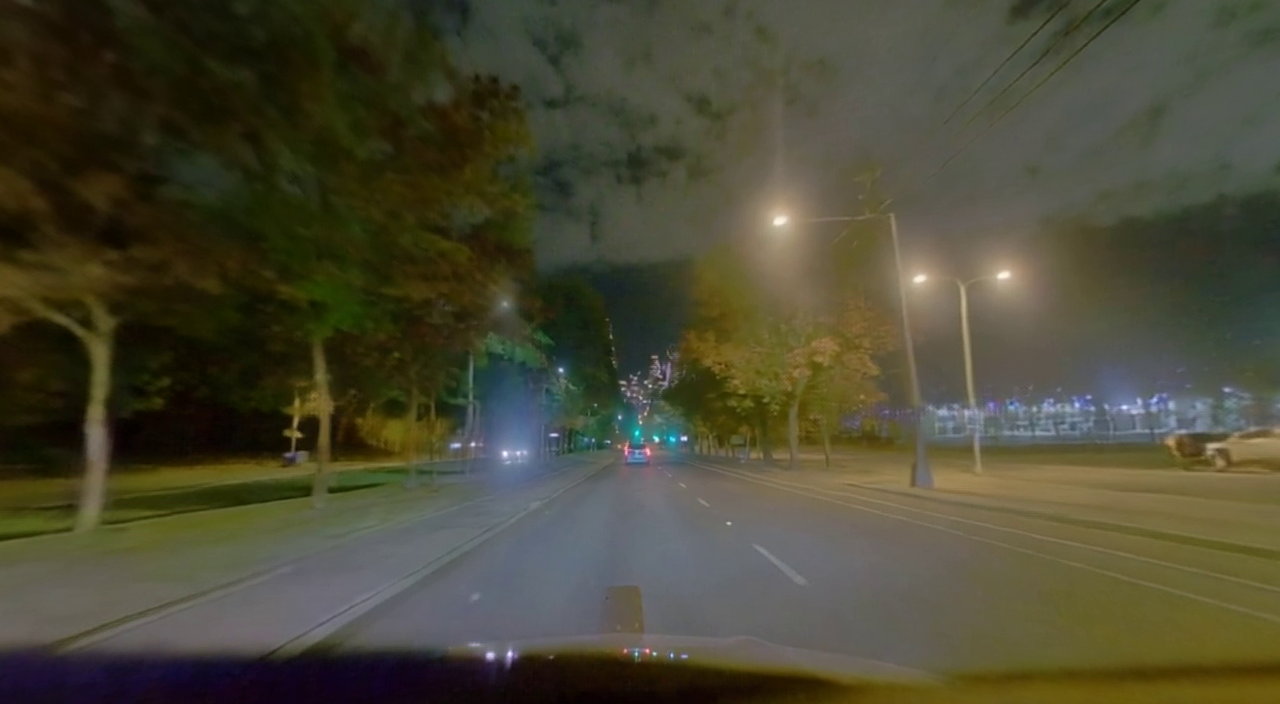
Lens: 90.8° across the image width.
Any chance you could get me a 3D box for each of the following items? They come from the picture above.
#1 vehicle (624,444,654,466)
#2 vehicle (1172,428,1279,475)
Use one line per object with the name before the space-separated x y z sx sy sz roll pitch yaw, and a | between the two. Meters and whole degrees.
vehicle | -0.090 7.507 46.243 2.109 1.501 4.042 0 -8 -1
vehicle | 25.873 4.143 26.256 2.189 1.805 5.633 0 -10 -6
